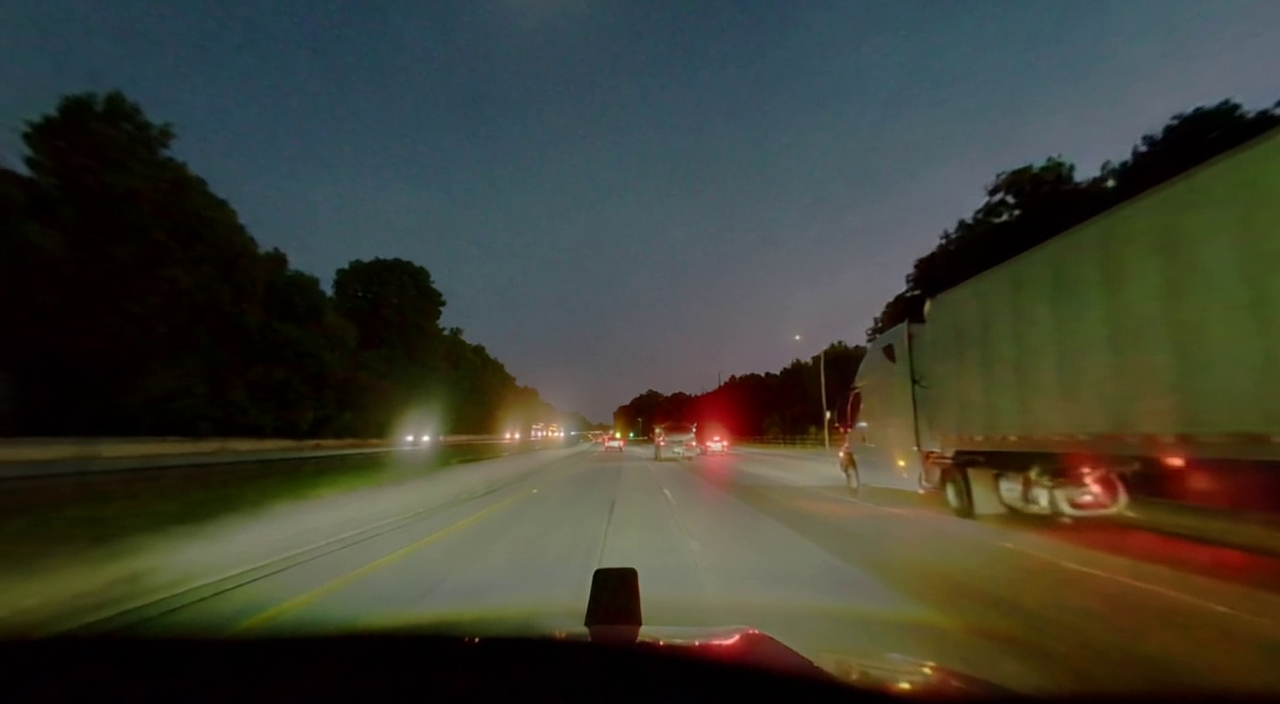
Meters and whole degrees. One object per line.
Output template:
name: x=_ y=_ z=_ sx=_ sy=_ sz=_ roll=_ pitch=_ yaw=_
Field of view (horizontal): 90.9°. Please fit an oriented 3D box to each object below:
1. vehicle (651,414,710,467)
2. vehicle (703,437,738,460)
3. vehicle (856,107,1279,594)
vehicle: x=1.980 y=4.625 z=33.095 sx=2.436 sy=2.521 sz=5.409 roll=0 pitch=-8 yaw=-3
vehicle: x=5.522 y=6.652 z=43.699 sx=1.821 sy=1.468 sz=3.805 roll=0 pitch=-8 yaw=-2
vehicle: x=6.814 y=0.389 z=8.303 sx=2.904 sy=4.054 sz=14.017 roll=0 pitch=-8 yaw=0
